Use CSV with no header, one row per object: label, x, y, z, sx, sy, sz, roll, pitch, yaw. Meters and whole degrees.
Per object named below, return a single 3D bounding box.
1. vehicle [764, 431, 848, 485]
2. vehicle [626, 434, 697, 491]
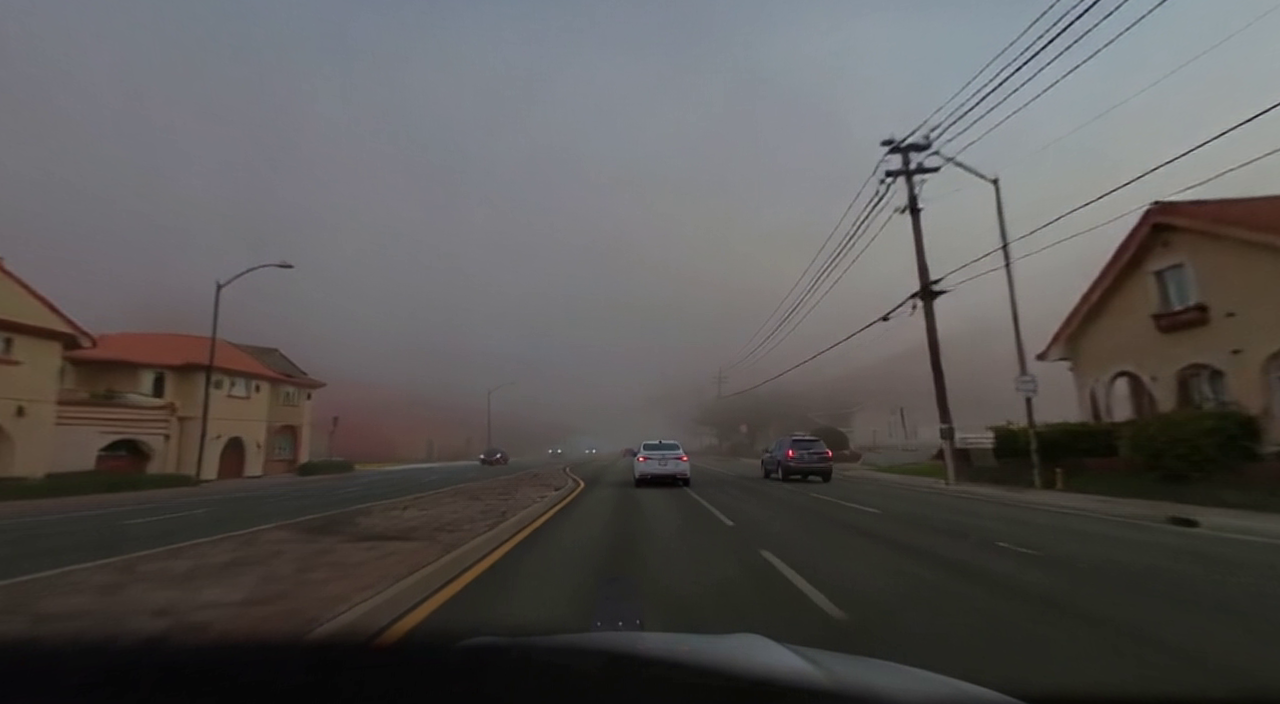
vehicle,6.314,4.107,24.493,2.061,1.889,4.268,0,-9,0
vehicle,0.645,3.672,21.204,2.138,1.702,4.168,0,-9,0
